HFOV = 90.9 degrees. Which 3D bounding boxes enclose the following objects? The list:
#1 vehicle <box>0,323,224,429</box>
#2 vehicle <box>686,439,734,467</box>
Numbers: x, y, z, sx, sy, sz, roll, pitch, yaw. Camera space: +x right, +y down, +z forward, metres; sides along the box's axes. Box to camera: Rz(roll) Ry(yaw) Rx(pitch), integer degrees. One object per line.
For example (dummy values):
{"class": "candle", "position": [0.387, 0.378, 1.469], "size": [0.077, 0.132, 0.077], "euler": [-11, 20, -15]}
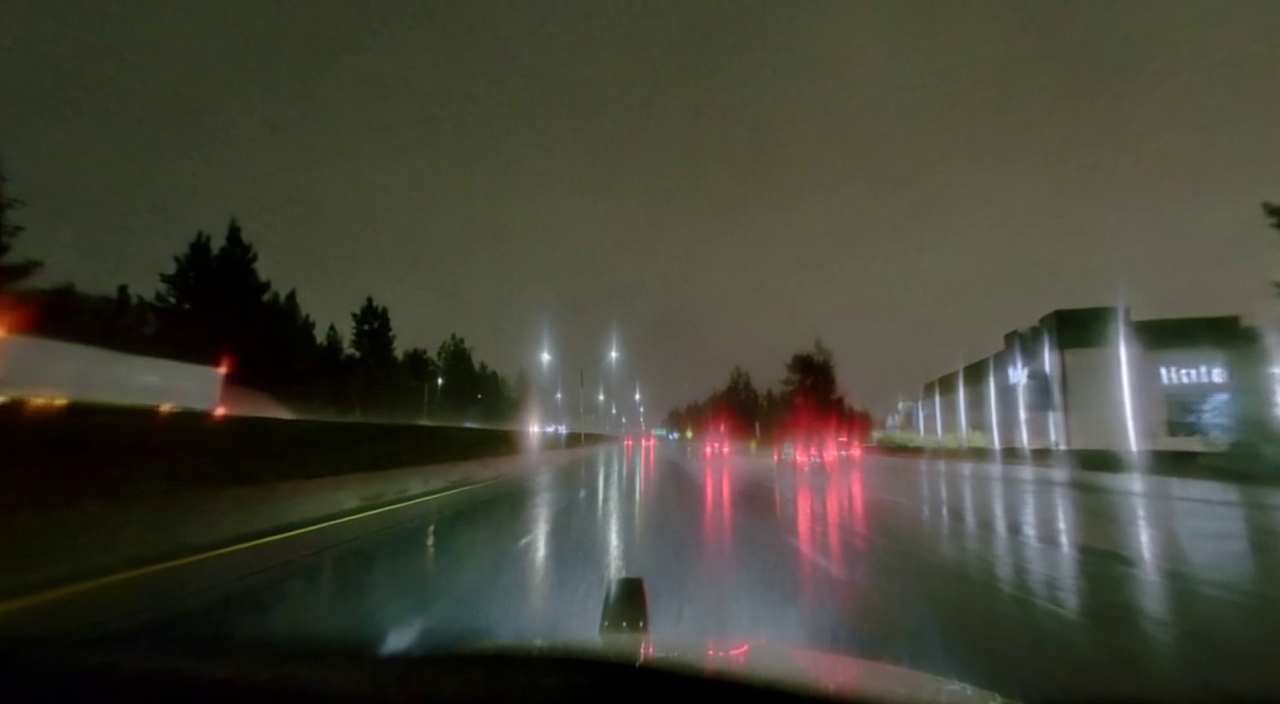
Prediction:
{"class": "vehicle", "position": [-27.557, 1.818, 32.462], "size": [3.138, 3.880, 14.498], "euler": [0, -8, -3]}
{"class": "vehicle", "position": [3.807, 5.601, 35.018], "size": [2.069, 1.431, 4.313], "euler": [0, -8, -1]}
